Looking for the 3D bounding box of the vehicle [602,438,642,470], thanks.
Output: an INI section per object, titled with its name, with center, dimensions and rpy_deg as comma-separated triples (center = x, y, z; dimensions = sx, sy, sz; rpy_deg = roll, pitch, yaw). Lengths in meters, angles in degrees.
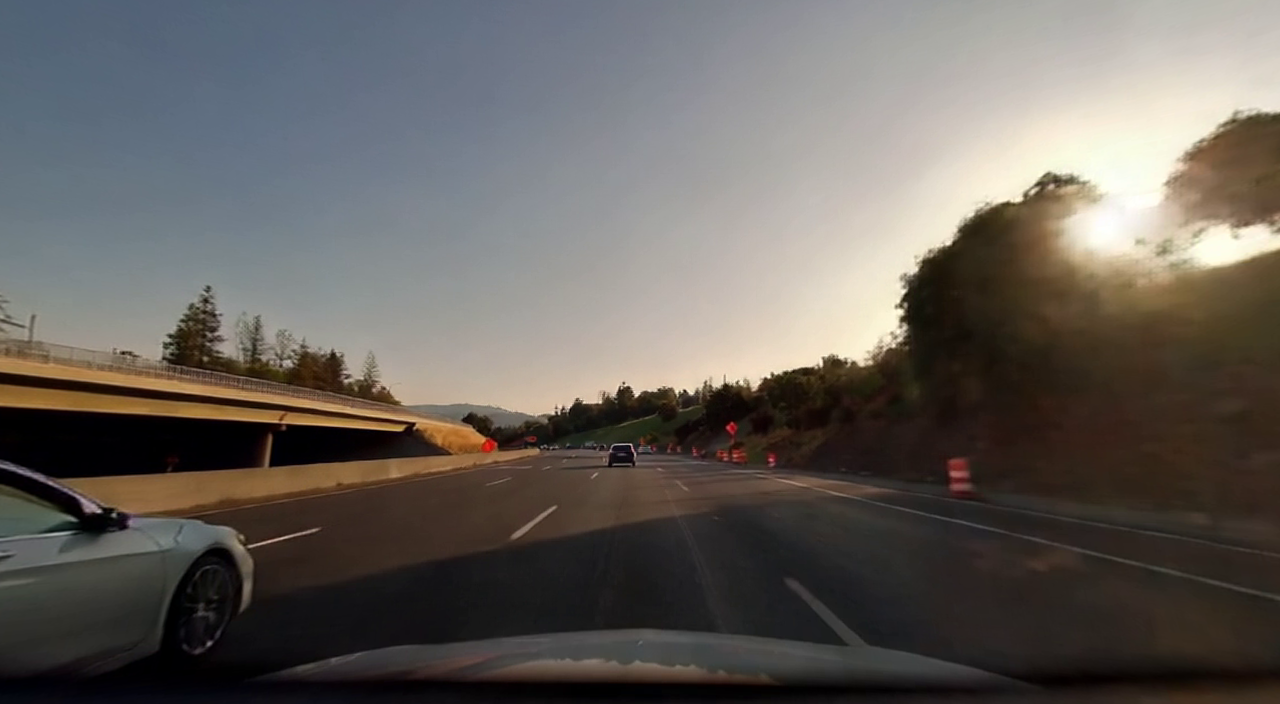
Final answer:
[vehicle]
center = -1.137, 6.132, 38.268
dimensions = 2.328, 1.805, 4.502
rpy_deg = 0, -8, -3
